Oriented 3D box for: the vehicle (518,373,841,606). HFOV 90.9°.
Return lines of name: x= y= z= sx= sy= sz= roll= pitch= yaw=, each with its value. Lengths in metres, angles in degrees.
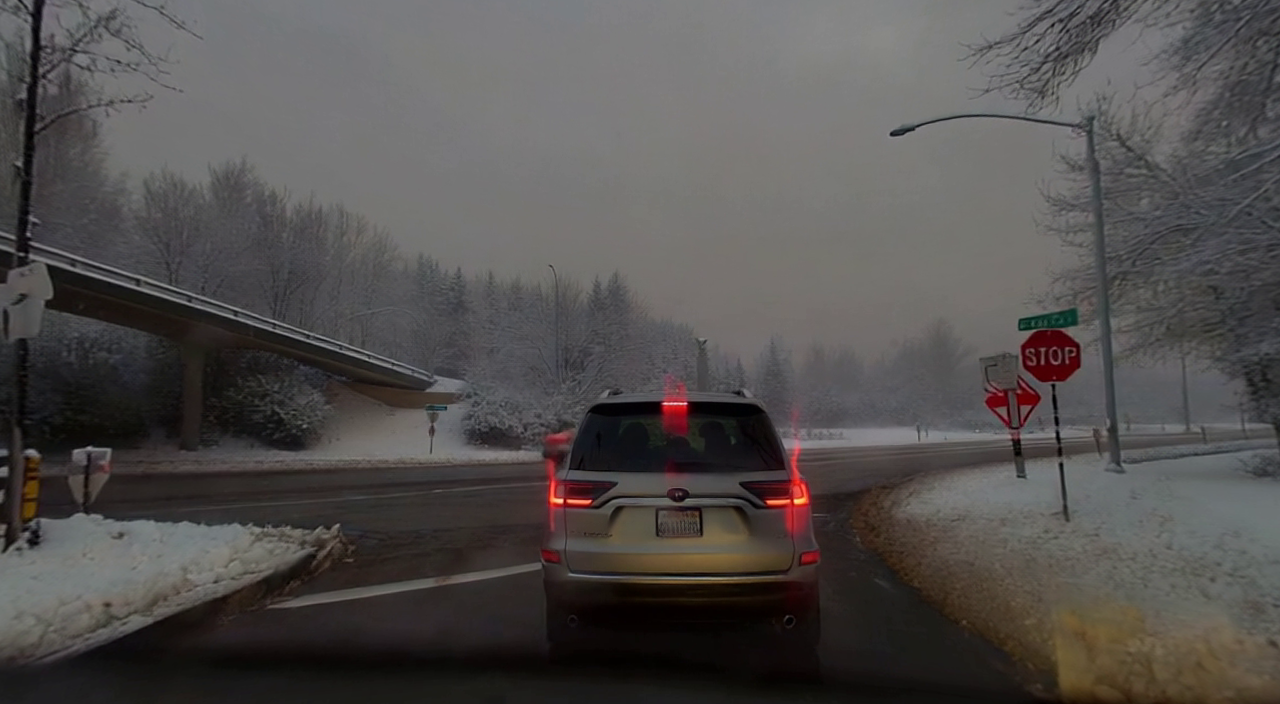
vehicle: x=0.313 y=1.391 z=7.136 sx=2.494 sy=1.804 sz=4.336 roll=0 pitch=-9 yaw=0
